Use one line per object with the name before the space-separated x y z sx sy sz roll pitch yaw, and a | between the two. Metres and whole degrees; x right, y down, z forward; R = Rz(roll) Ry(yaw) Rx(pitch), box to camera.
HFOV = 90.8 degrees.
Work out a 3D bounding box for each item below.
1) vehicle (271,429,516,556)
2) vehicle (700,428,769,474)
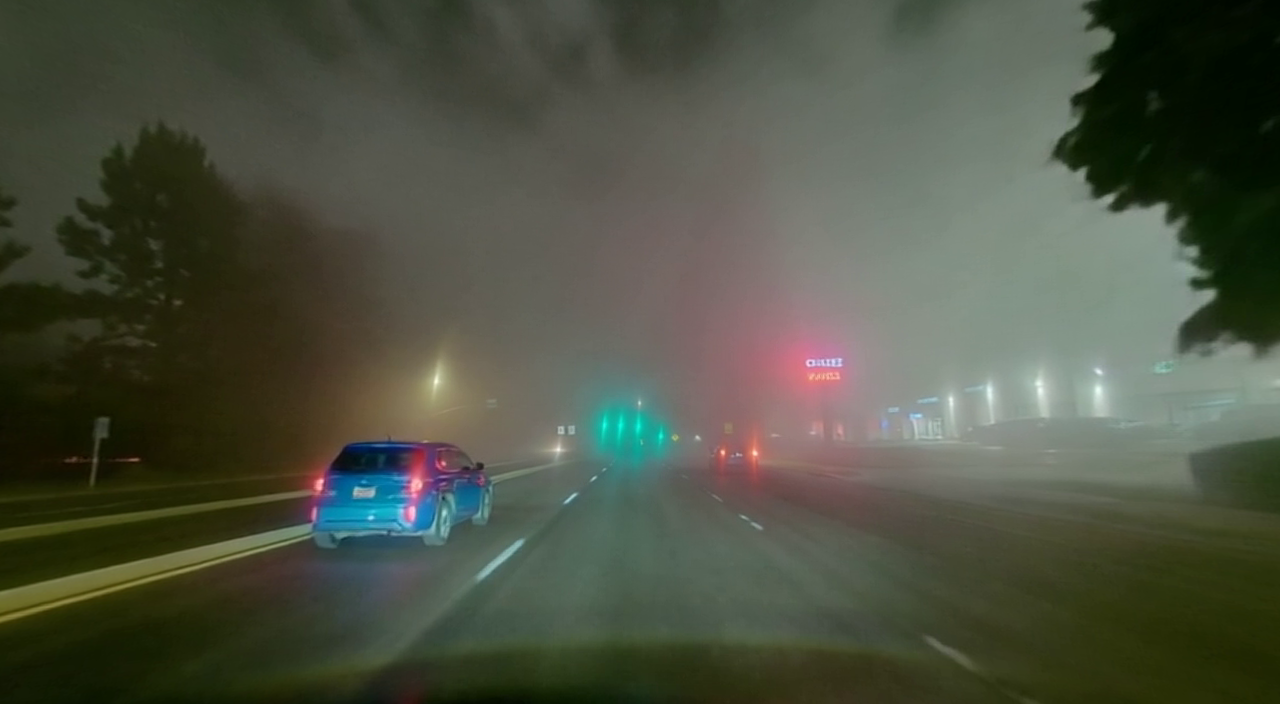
vehicle | -3.293 1.952 9.561 2.017 1.470 4.293 0 -8 -1
vehicle | 4.500 4.835 31.096 2.476 2.016 5.586 0 -8 0
